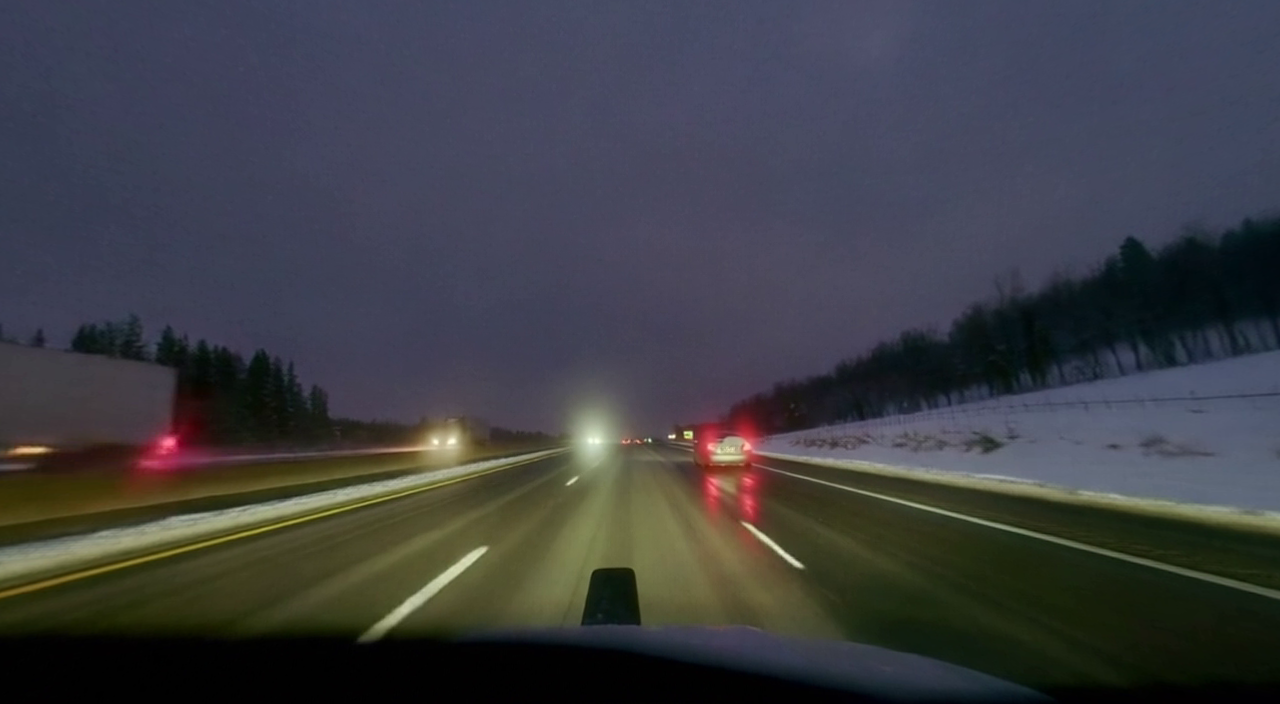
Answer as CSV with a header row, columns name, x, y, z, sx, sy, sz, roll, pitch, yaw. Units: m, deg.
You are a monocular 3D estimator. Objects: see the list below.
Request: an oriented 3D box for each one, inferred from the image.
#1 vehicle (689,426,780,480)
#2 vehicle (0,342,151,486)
name,x,y,z,sx,sy,sz,roll,pitch,yaw
vehicle,3.096,3.426,21.634,2.349,1.651,4.161,0,-8,-2
vehicle,-19.572,1.957,19.081,2.876,4.042,8.257,0,-8,-1
